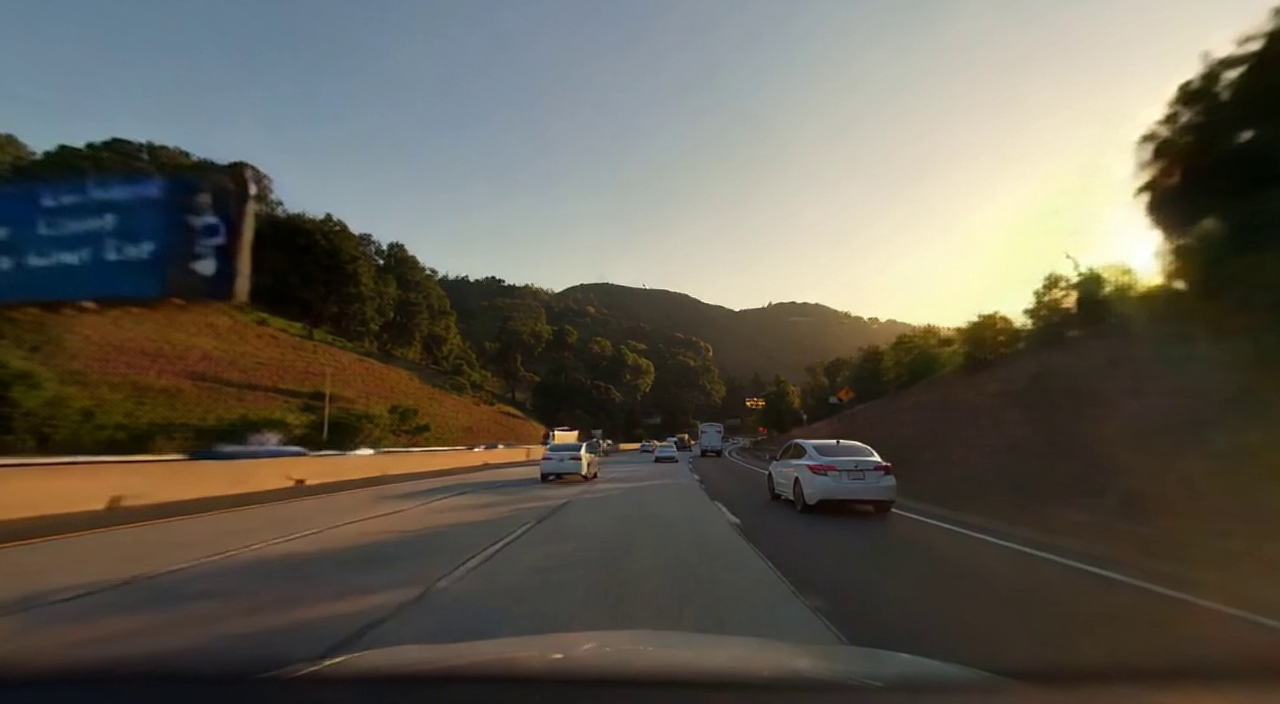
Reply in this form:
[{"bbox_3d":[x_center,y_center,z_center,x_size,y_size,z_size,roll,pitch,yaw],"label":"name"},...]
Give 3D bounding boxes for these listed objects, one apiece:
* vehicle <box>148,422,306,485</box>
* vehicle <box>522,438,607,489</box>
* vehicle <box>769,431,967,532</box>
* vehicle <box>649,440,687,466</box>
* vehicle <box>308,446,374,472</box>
[{"bbox_3d":[-16.681,4.140,26.027,2.292,2.293,5.894,-1,-8,2],"label":"vehicle"},{"bbox_3d":[-2.361,3.659,21.080,2.031,1.491,4.792,-1,-8,3],"label":"vehicle"},{"bbox_3d":[3.841,2.245,11.586,2.013,1.464,4.317,0,-8,0],"label":"vehicle"},{"bbox_3d":[1.717,6.104,38.357,2.202,1.467,3.929,-1,-8,3],"label":"vehicle"},{"bbox_3d":[-18.366,6.561,38.922,1.788,1.449,4.083,-1,-8,5],"label":"vehicle"}]
